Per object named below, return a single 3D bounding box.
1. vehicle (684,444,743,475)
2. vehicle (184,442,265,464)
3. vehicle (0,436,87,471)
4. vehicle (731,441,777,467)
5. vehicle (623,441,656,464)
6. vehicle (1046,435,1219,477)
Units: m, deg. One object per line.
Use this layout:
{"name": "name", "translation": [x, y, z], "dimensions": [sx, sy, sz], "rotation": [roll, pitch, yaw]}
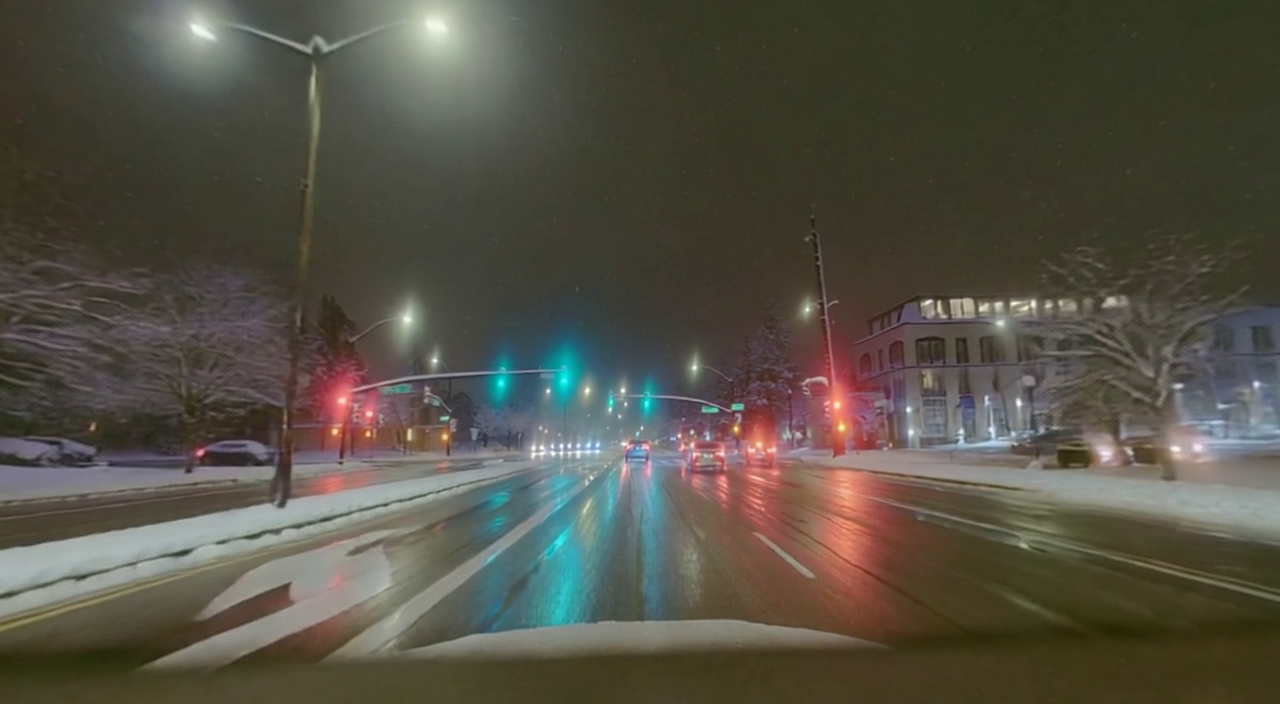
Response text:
{"name": "vehicle", "translation": [3.307, 4.922, 29.235], "dimensions": [2.080, 1.321, 4.382], "rotation": [0, -8, -2]}
{"name": "vehicle", "translation": [-29.890, 7.302, 45.536], "dimensions": [4.469, 1.501, 1.990], "rotation": [-1, -10, 5]}
{"name": "vehicle", "translation": [-33.735, 5.524, 34.527], "dimensions": [2.202, 1.774, 5.174], "rotation": [0, -9, 1]}
{"name": "vehicle", "translation": [6.922, 6.244, 38.770], "dimensions": [1.861, 1.473, 4.393], "rotation": [0, -8, -1]}
{"name": "vehicle", "translation": [-0.036, 6.757, 42.606], "dimensions": [2.143, 1.480, 4.006], "rotation": [0, -8, 0]}
{"name": "vehicle", "translation": [23.771, 5.055, 30.733], "dimensions": [6.313, 1.772, 2.263], "rotation": [-9, -11, 43]}
